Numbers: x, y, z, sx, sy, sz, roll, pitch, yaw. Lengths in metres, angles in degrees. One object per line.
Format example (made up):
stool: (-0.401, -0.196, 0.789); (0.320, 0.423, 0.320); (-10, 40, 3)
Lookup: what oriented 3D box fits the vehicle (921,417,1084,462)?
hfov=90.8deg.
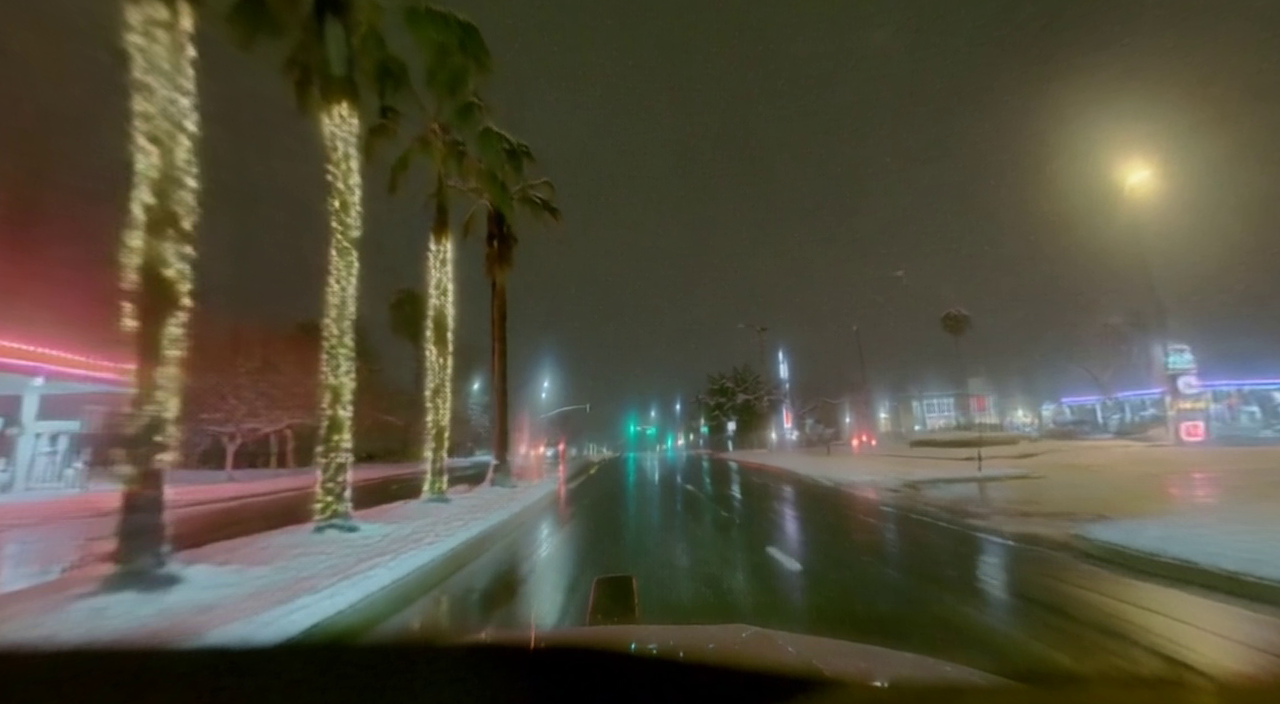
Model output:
vehicle: (14.372, 3.504, 25.294); (5.317, 1.700, 1.901); (0, -8, -1)

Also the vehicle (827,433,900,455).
vehicle: (16.192, 6.689, 45.845); (4.549, 1.492, 1.981); (0, -8, 3)

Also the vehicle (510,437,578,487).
vehicle: (-3.287, 3.760, 21.933); (2.073, 1.525, 4.809); (1, -8, -8)

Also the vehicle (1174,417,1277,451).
vehicle: (45.375, 6.334, 49.175); (5.435, 2.441, 2.037); (-3, -10, 31)
